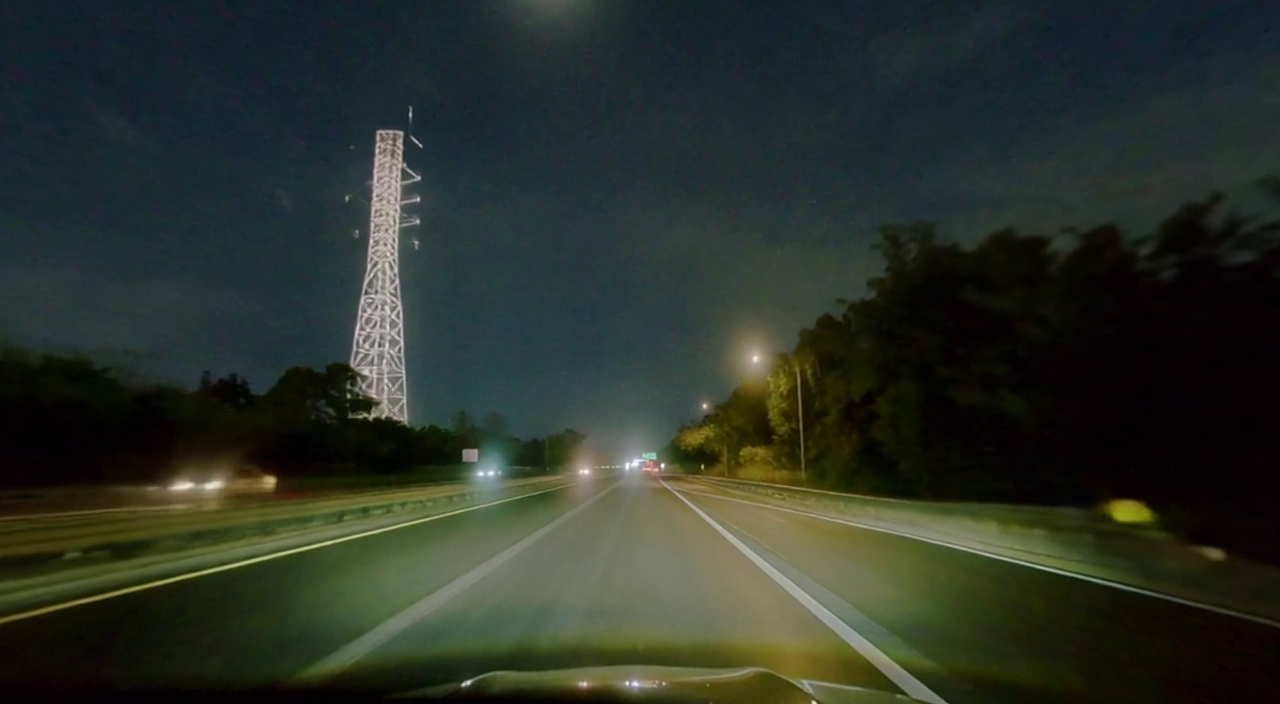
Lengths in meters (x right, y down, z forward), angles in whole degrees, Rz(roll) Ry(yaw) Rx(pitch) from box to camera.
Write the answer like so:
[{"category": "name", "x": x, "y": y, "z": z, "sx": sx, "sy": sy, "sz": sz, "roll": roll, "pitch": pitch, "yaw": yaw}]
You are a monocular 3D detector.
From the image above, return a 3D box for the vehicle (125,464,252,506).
[{"category": "vehicle", "x": -19.245, "y": 5.676, "z": 27.103, "sx": 1.947, "sy": 1.607, "sz": 4.653, "roll": 0, "pitch": -11, "yaw": 1}]
